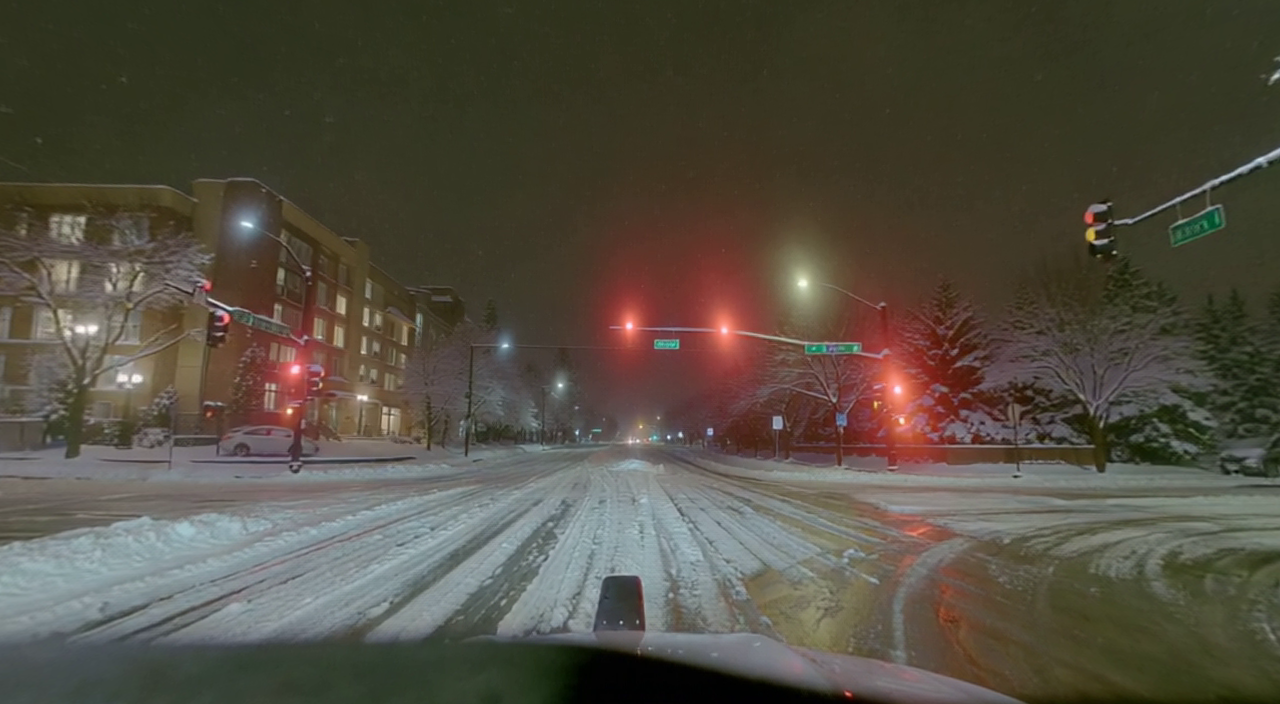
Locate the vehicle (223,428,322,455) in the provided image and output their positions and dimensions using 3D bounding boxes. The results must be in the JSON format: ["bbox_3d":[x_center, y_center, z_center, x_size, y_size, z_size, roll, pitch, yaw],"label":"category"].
[{"bbox_3d":[-22.402,5.515,38.708,4.765,1.593,1.891,1,-9,-8],"label":"vehicle"}]
